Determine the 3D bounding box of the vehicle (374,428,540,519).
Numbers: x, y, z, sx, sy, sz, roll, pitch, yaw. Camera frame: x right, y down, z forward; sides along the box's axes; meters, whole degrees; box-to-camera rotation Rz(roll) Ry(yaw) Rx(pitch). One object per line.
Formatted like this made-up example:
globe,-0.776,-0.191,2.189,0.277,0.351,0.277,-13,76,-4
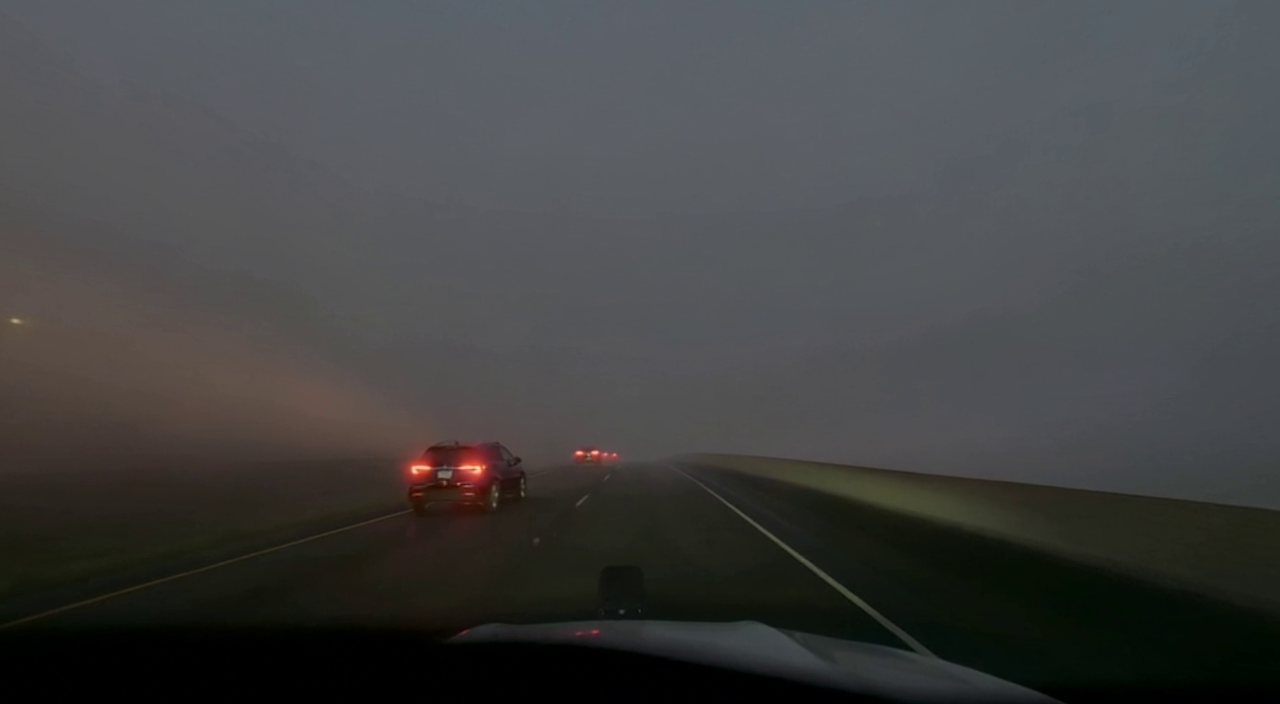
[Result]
vehicle,-3.570,2.469,13.260,2.195,1.573,4.176,0,-9,0

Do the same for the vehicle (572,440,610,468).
vehicle,-3.170,6.709,41.492,2.133,1.683,4.340,0,-9,0
